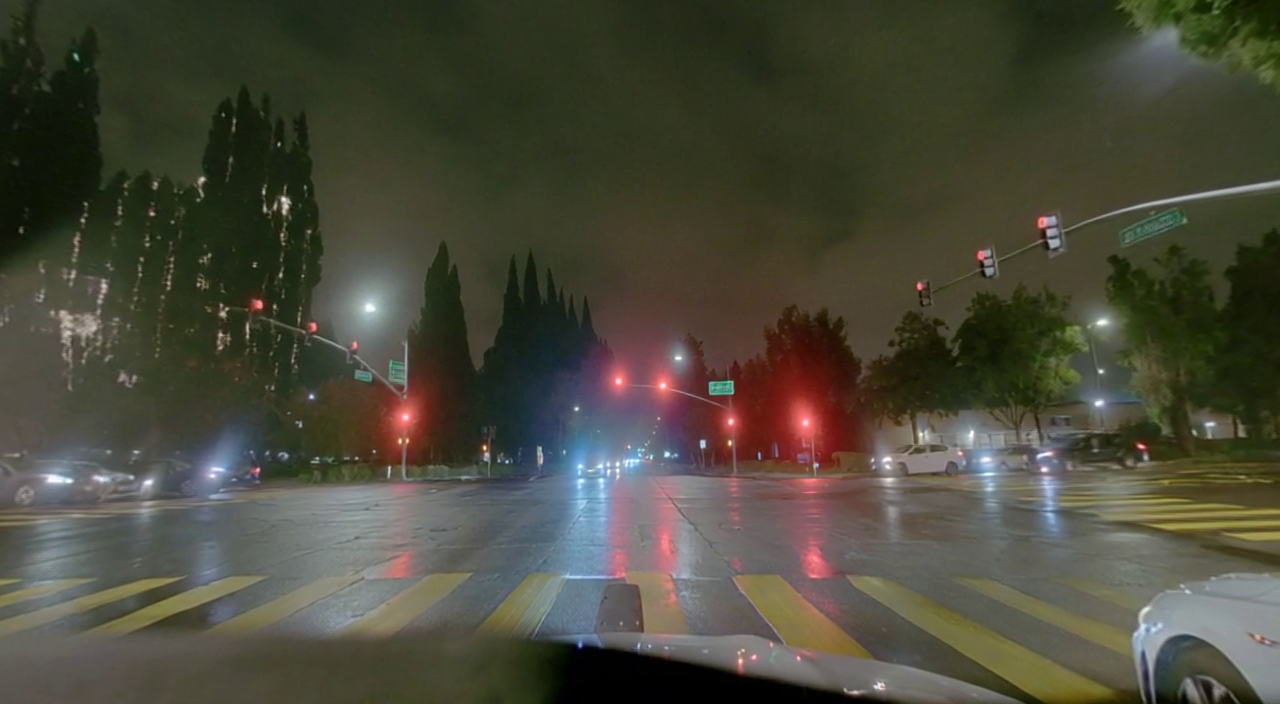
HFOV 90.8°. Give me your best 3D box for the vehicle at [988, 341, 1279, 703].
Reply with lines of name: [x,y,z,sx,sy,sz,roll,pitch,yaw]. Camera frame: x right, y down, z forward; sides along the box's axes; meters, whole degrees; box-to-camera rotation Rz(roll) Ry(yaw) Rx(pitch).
vehicle: [3.694,0.886,2.889,2.227,1.705,4.719,-2,-8,11]

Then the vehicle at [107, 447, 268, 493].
vehicle: [-18.832,4.950,26.540,4.798,1.763,2.536,0,-10,0]

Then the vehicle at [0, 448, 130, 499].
vehicle: [-22.059,4.411,23.138,4.748,1.727,2.325,0,-8,1]

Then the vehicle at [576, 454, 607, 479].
vehicle: [-3.636,8.642,47.900,2.162,1.740,4.728,0,-8,-2]

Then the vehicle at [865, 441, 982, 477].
vehicle: [15.598,5.892,35.029,5.220,1.897,2.596,0,-8,0]
